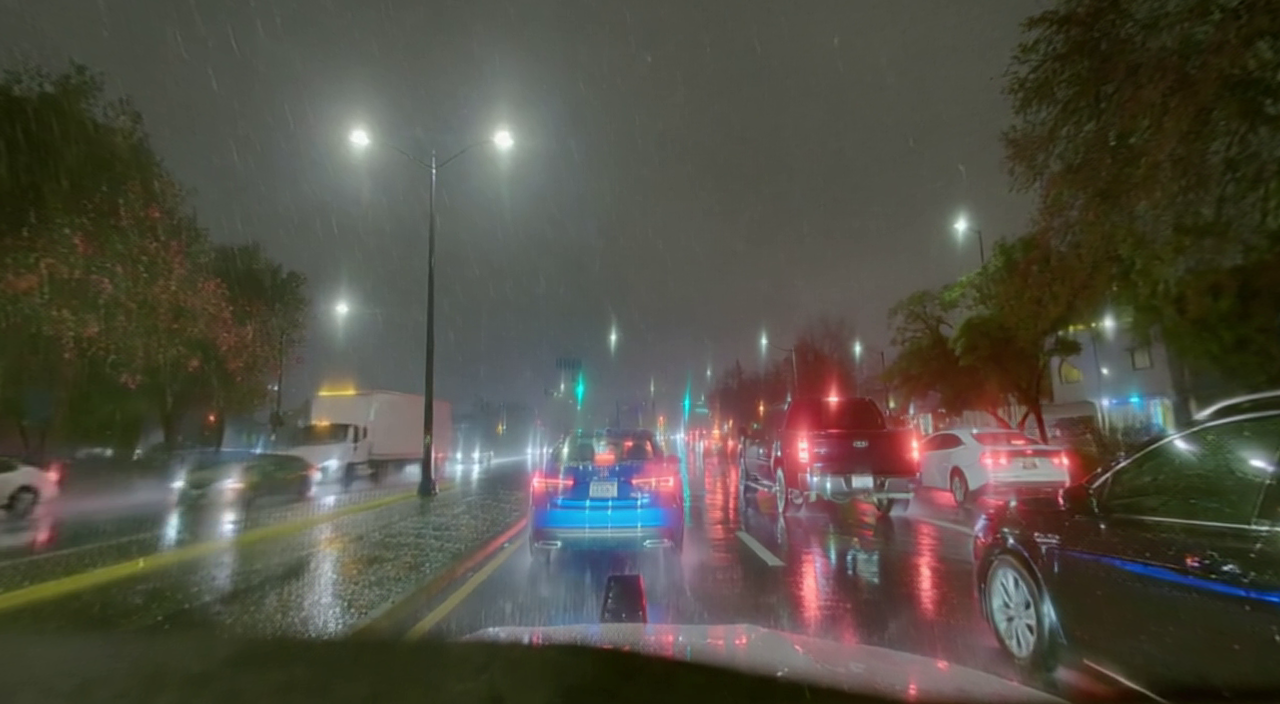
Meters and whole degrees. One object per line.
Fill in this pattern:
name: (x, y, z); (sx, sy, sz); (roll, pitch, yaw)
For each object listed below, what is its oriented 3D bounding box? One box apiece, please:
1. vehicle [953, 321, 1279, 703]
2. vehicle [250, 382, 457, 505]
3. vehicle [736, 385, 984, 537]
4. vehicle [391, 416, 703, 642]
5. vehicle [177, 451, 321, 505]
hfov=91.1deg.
vehicle: (3.157, 0.751, 2.066); (1.982, 1.709, 4.427); (0, -9, 1)
vehicle: (-8.880, 3.059, 21.038); (2.931, 3.265, 8.387); (0, -9, 0)
vehicle: (3.515, 1.945, 11.689); (2.444, 2.098, 5.766); (0, -8, -1)
vehicle: (-0.581, 1.499, 6.327); (2.111, 1.506, 4.018); (0, -9, 2)
vehicle: (-12.614, 4.060, 20.634); (2.055, 1.524, 4.074); (0, -9, 1)
